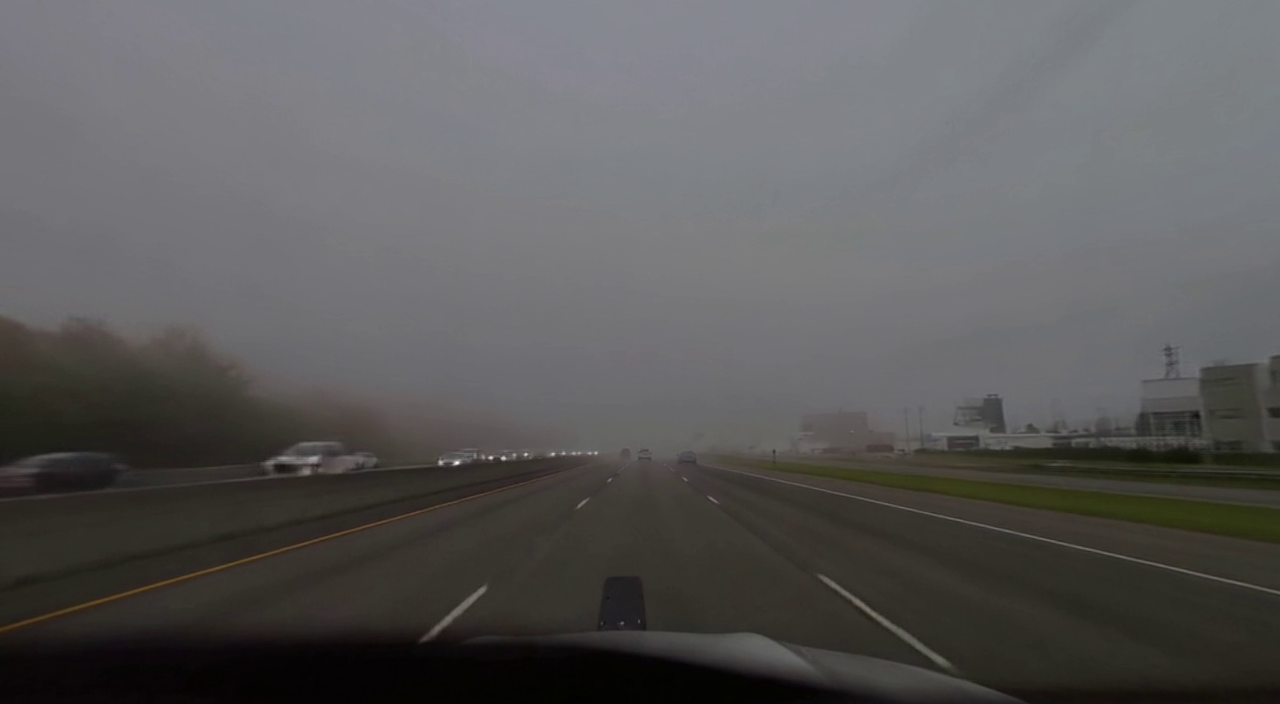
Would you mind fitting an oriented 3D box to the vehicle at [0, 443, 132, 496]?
[{"bbox_3d":[-20.392,3.980,21.670,1.924,1.584,4.612,0,-9,0],"label":"vehicle"}]

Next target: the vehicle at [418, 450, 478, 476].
[{"bbox_3d":[-11.265,6.544,37.339,1.982,1.420,4.712,-1,-9,1],"label":"vehicle"}]

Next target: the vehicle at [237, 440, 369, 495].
[{"bbox_3d":[-10.772,3.721,20.576,1.886,1.568,4.269,0,-9,1],"label":"vehicle"}]
